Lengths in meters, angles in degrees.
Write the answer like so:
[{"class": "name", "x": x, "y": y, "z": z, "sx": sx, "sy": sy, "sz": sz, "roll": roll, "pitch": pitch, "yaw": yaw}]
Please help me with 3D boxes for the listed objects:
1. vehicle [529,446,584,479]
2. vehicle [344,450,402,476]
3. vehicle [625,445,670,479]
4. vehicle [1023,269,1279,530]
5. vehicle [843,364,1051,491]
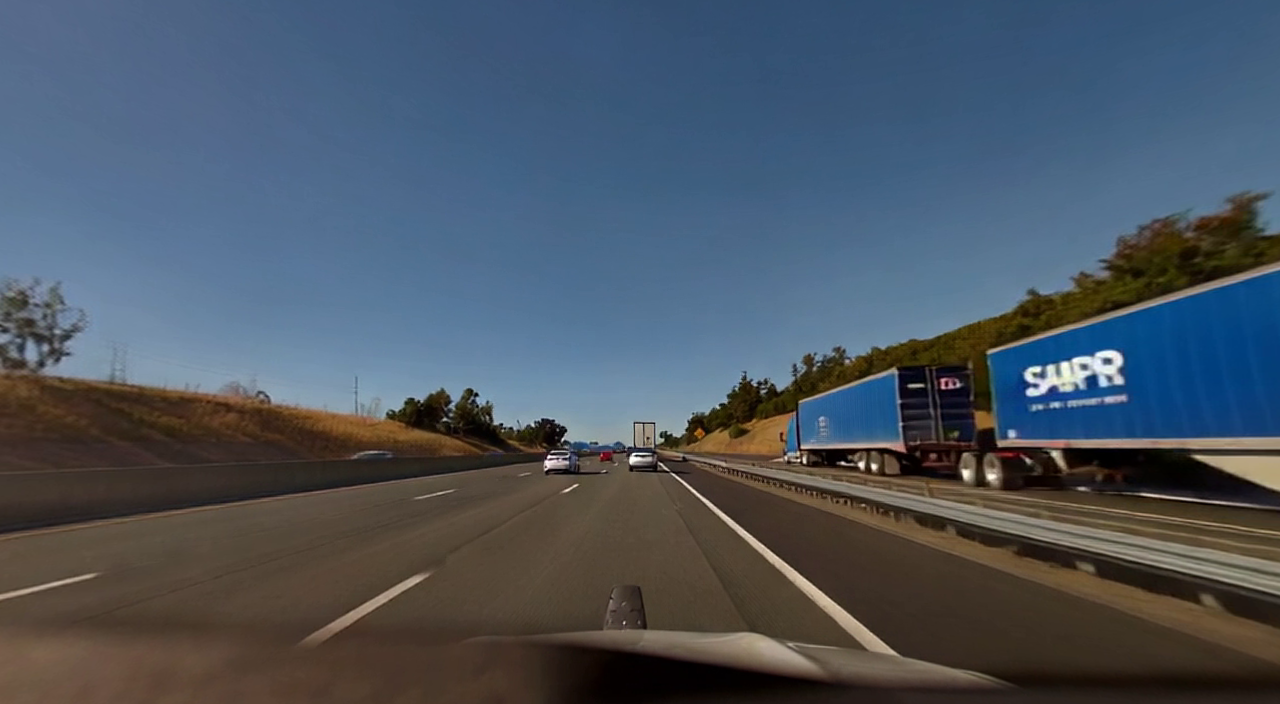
[{"class": "vehicle", "x": -4.017, "y": 5.385, "z": 31.020, "sx": 2.018, "sy": 1.504, "sz": 4.431, "roll": 0, "pitch": -9, "yaw": 1}, {"class": "vehicle", "x": -15.498, "y": 6.444, "z": 36.793, "sx": 1.724, "sy": 1.432, "sz": 3.724, "roll": 0, "pitch": -9, "yaw": 0}, {"class": "vehicle", "x": 0.315, "y": 5.210, "z": 29.970, "sx": 1.991, "sy": 1.507, "sz": 3.391, "roll": 0, "pitch": -9, "yaw": -1}, {"class": "vehicle", "x": 11.638, "y": 0.739, "z": 9.912, "sx": 2.926, "sy": 4.094, "sz": 13.856, "roll": 0, "pitch": -9, "yaw": 2}, {"class": "vehicle", "x": 11.536, "y": 3.164, "z": 25.311, "sx": 3.020, "sy": 4.143, "sz": 9.468, "roll": 1, "pitch": -9, "yaw": -4}]
